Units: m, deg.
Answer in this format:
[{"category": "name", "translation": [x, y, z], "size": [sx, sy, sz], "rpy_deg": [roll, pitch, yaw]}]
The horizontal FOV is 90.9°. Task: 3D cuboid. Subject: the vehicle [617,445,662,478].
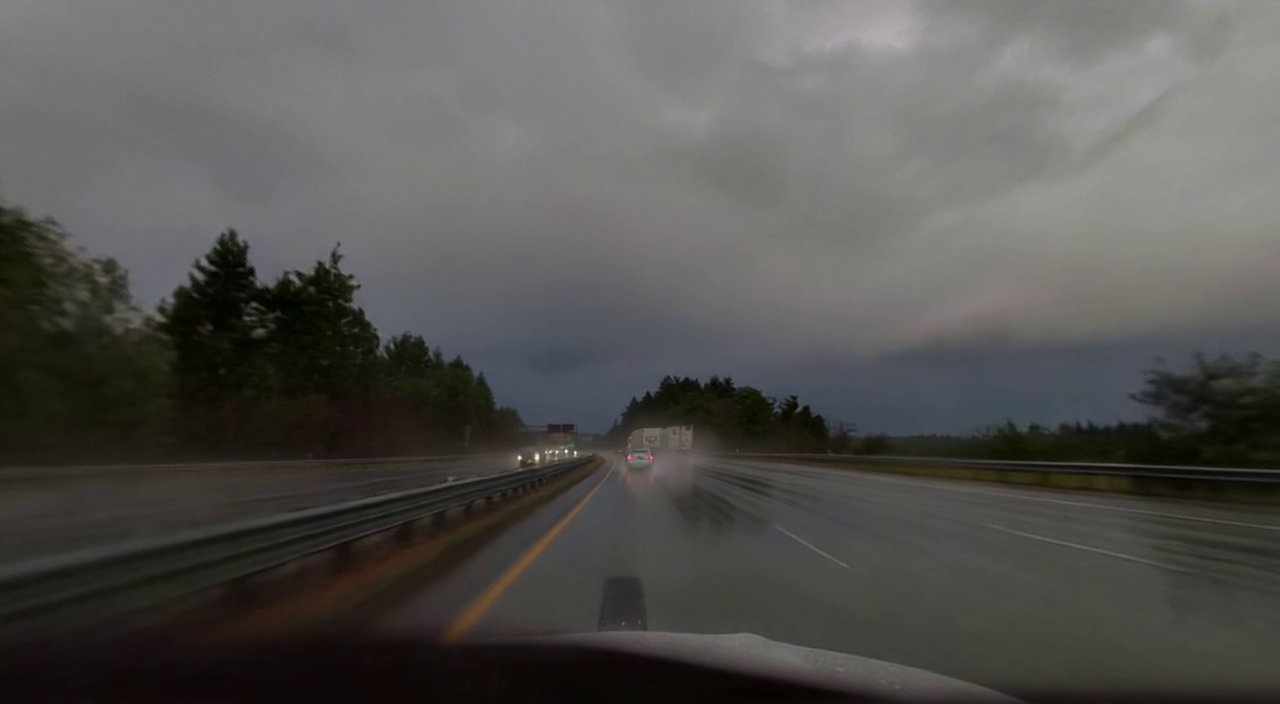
[{"category": "vehicle", "translation": [-0.055, 5.478, 31.665], "size": [2.069, 1.523, 4.012], "rpy_deg": [0, -9, -1]}]
